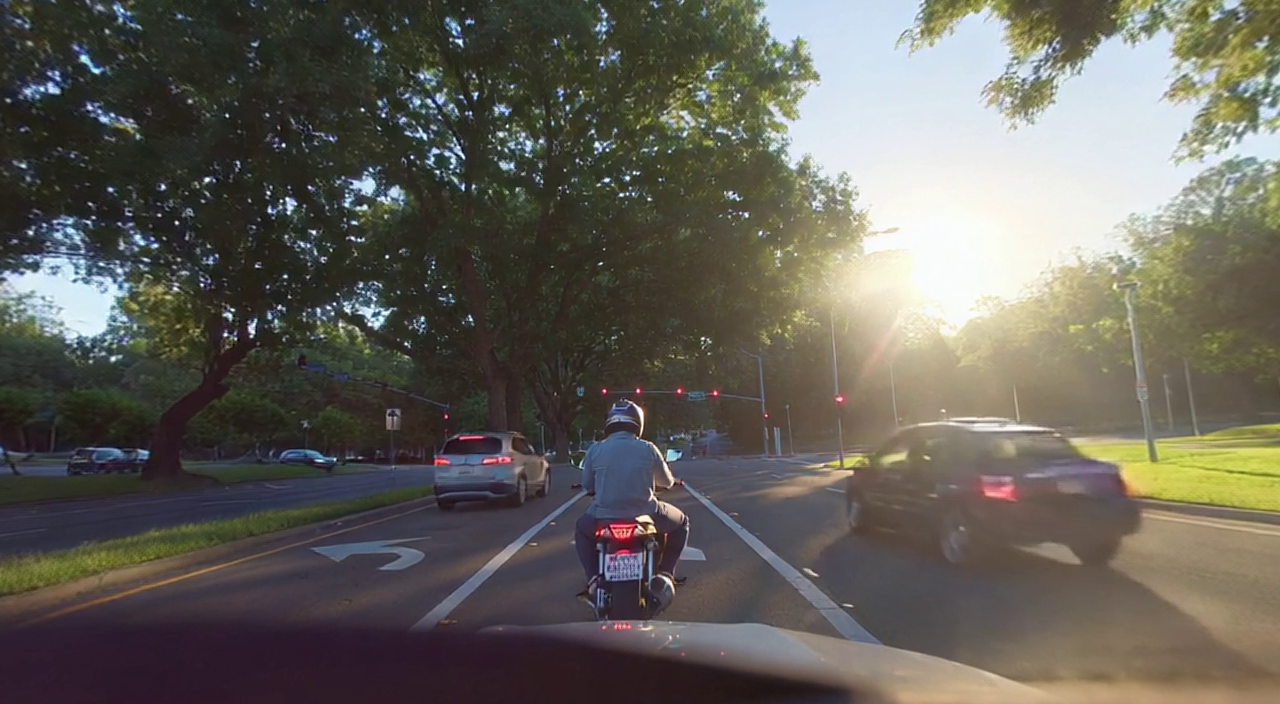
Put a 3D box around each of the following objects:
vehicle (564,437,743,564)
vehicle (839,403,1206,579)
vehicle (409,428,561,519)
[{"bbox_3d":[0.126,2.059,9.651,2.093,1.450,4.437,0,-8,-1],"label":"vehicle"},{"bbox_3d":[4.334,1.631,8.207,2.075,1.661,4.229,0,-8,0],"label":"vehicle"},{"bbox_3d":[-3.195,2.622,14.250,2.056,1.647,5.045,-1,-8,1],"label":"vehicle"}]
